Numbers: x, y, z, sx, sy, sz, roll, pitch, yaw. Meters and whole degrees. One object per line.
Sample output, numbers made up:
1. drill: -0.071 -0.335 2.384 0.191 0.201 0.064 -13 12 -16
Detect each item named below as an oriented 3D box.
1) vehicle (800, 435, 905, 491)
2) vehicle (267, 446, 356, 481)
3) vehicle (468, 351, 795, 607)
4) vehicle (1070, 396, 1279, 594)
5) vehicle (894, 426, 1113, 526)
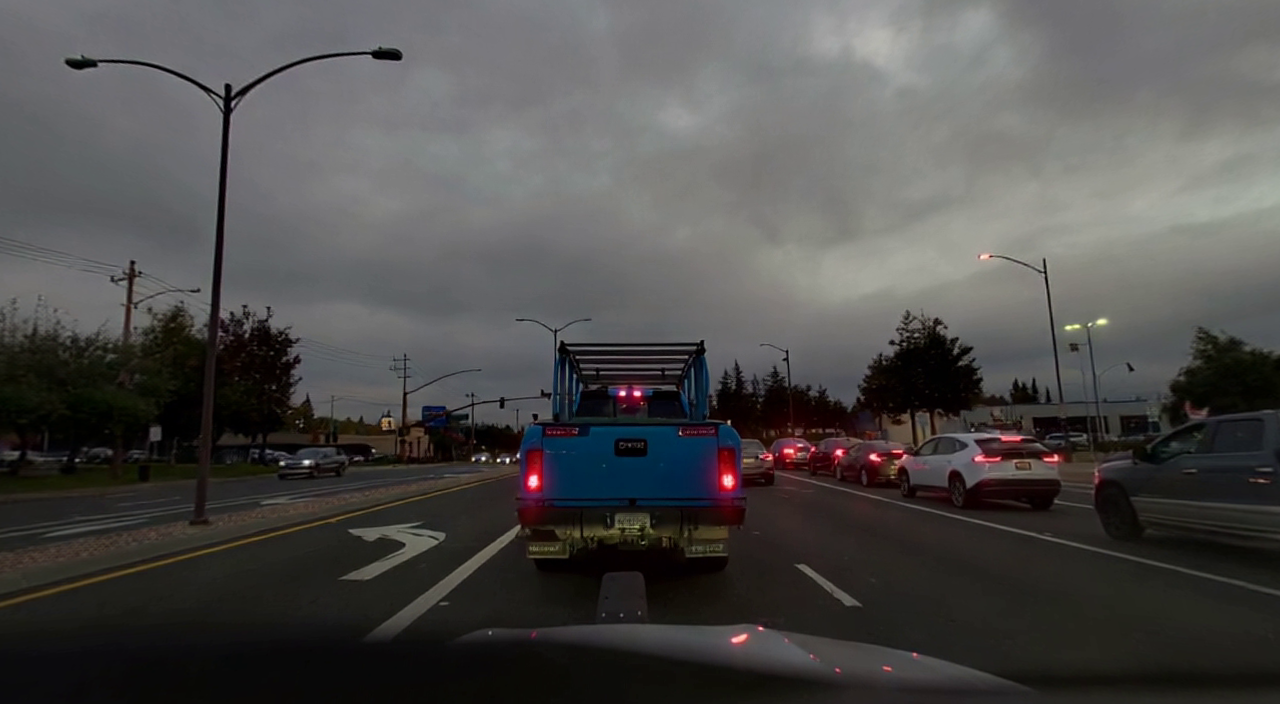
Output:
1. vehicle: 7.071 3.736 21.603 1.953 1.665 4.327 0 -9 -2
2. vehicle: -19.486 6.592 37.874 2.205 1.916 5.771 0 -9 0
3. vehicle: -0.117 1.463 8.161 2.682 2.117 5.706 0 -9 -1
4. vehicle: 6.818 1.362 6.164 2.023 1.771 4.488 0 -9 0
5. vehicle: 7.070 2.438 12.968 1.931 1.692 4.267 0 -9 0
